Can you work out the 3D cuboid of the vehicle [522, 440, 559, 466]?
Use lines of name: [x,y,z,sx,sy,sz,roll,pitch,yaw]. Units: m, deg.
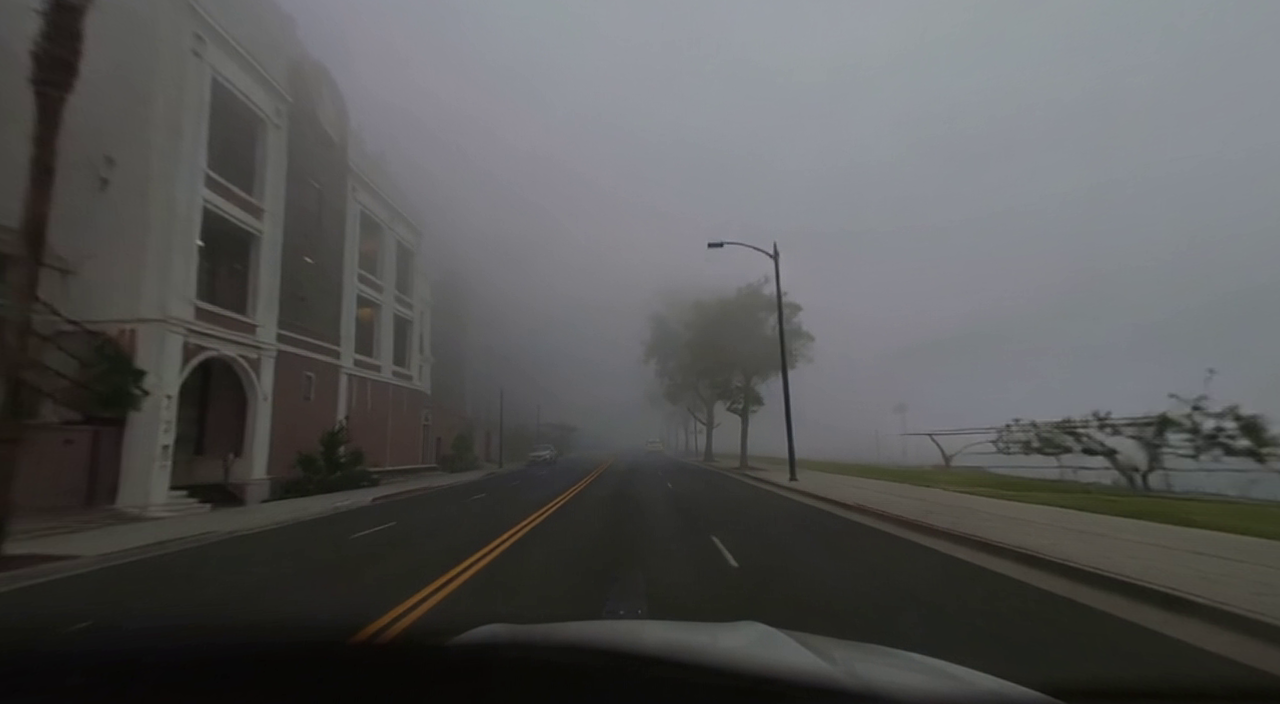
vehicle: [-6.927,7.115,44.468,1.946,1.640,4.430,-2,-9,-1]
